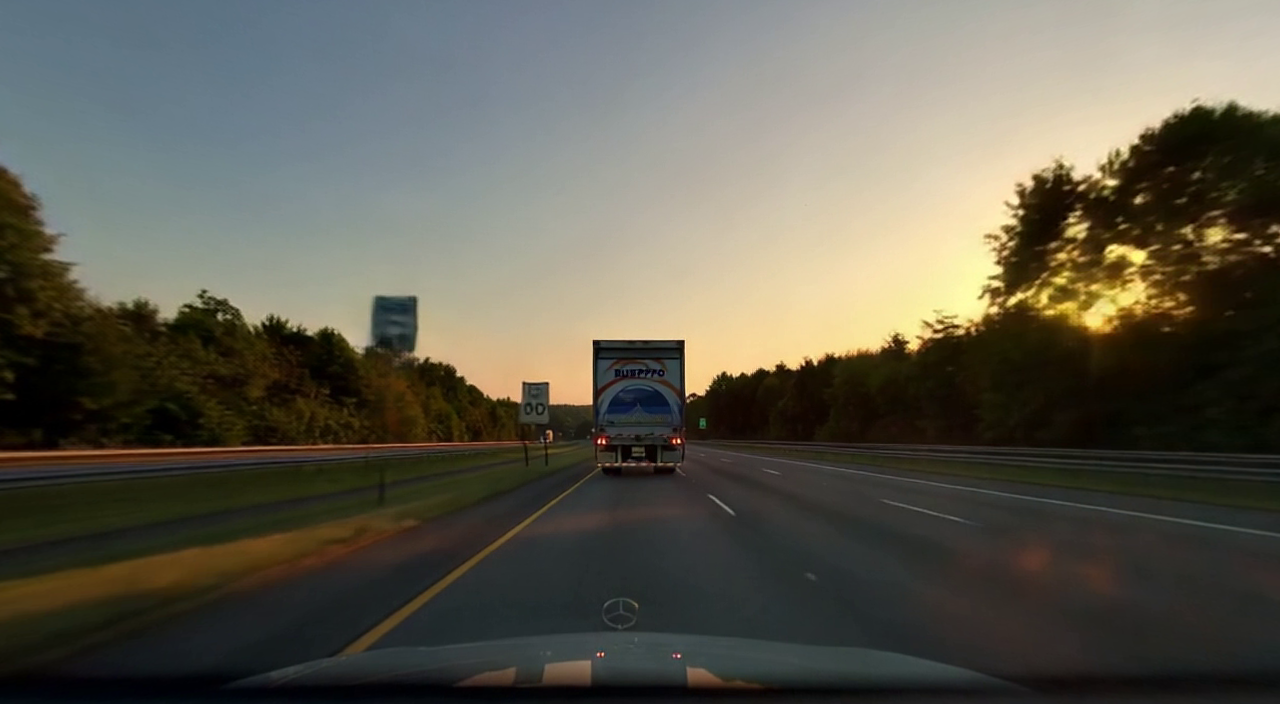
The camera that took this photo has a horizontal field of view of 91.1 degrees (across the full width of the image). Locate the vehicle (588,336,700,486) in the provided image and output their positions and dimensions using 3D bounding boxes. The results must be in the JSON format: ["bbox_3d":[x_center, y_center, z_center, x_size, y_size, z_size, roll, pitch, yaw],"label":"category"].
[{"bbox_3d":[0.077,2.108,20.725,2.870,3.911,8.697,0,-8,0],"label":"vehicle"}]
